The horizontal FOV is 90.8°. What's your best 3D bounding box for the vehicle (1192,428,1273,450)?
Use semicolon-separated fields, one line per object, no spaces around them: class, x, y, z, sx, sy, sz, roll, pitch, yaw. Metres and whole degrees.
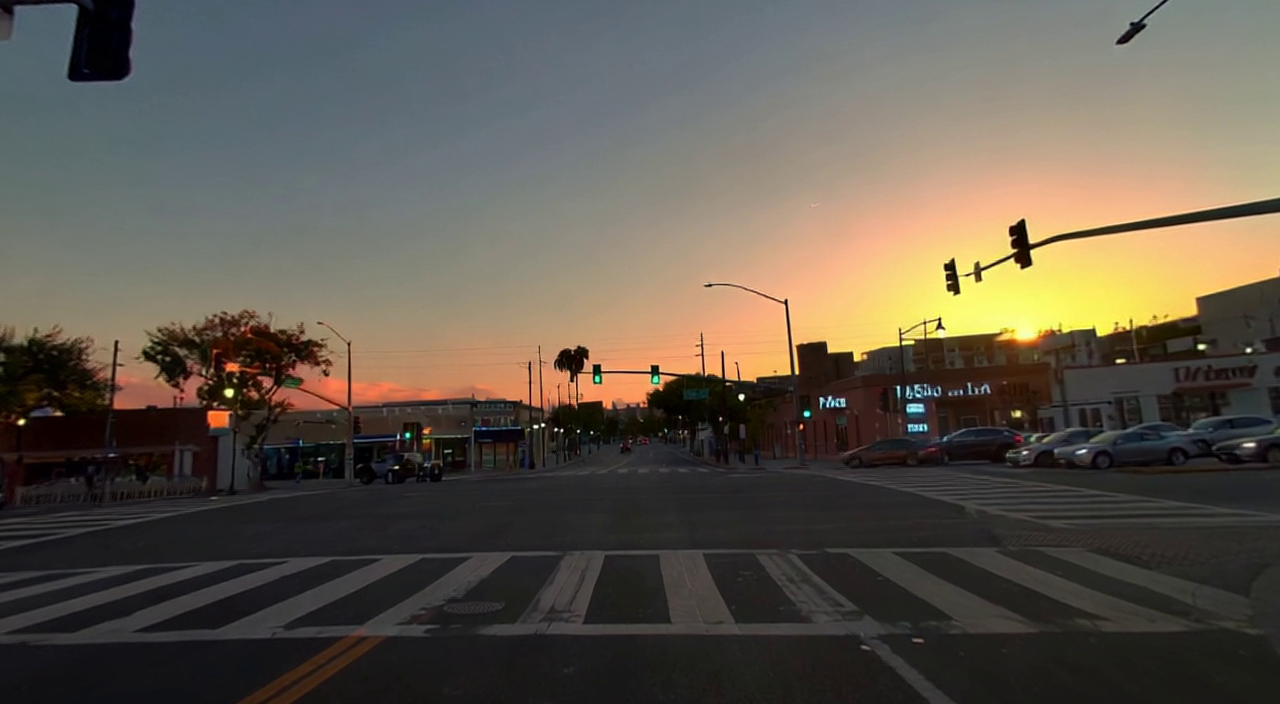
vehicle;42.068;6.192;44.868;4.347;1.446;1.777;1;-9;-10

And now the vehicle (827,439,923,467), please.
vehicle;12.921;5.542;34.726;4.728;1.468;2.083;-4;-9;25

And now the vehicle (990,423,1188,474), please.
vehicle;14.372;3.153;20.613;4.835;1.487;1.913;-4;-9;20

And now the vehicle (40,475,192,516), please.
vehicle;-21.141;5.794;25.609;4.676;1.463;1.909;-1;-8;6

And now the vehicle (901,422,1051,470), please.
vehicle;13.028;3.726;24.926;4.916;1.730;1.986;-4;-9;21
